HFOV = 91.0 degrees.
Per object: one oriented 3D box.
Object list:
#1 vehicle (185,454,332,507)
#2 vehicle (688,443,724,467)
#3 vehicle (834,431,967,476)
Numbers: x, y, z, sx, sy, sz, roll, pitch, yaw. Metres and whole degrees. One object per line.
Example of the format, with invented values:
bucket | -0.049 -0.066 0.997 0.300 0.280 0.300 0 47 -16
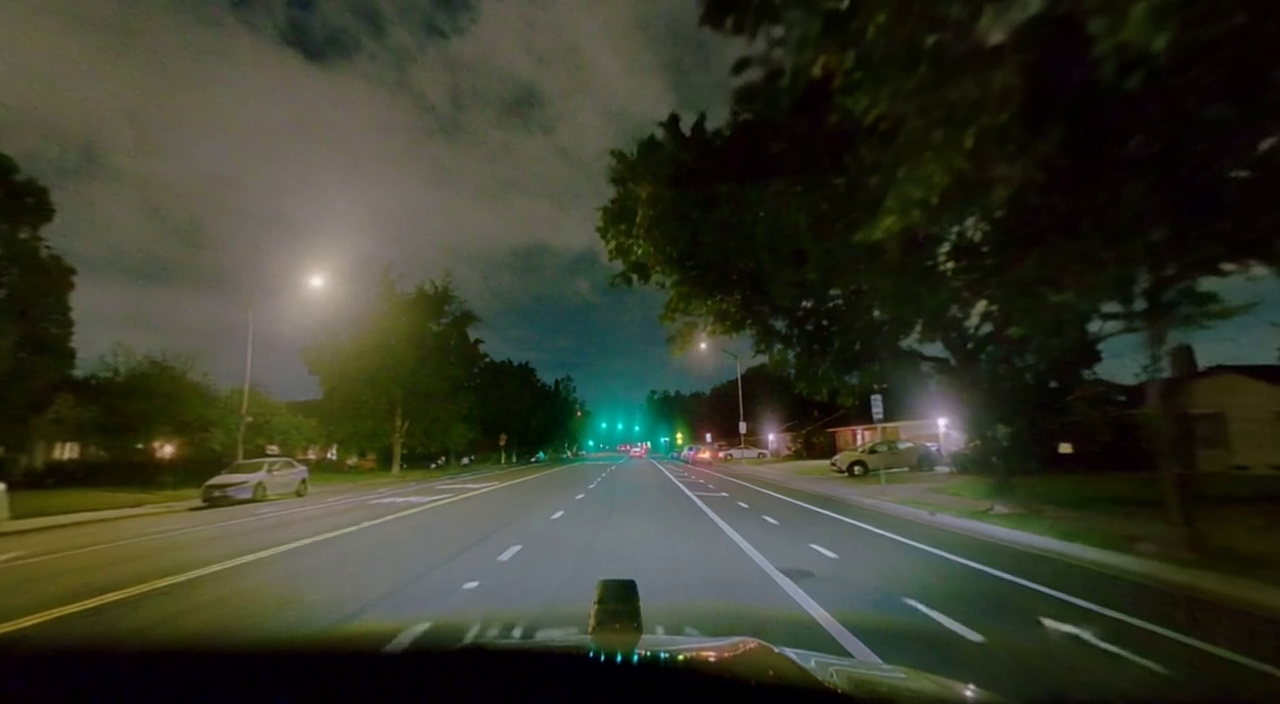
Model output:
vehicle | -12.145 4.104 20.479 1.888 1.477 4.629 -1 -10 0
vehicle | 5.125 8.073 49.529 2.164 1.729 4.488 0 -9 -2
vehicle | 11.298 4.426 27.576 4.880 1.842 2.069 0 -9 -1
